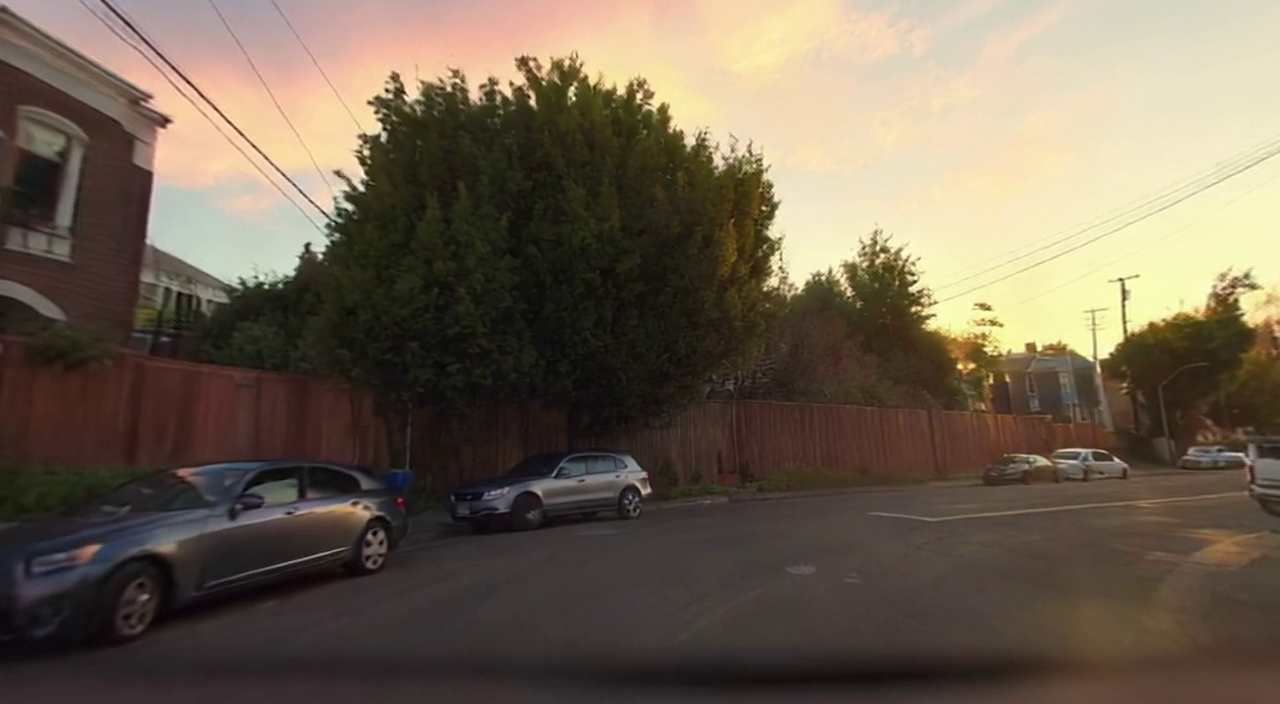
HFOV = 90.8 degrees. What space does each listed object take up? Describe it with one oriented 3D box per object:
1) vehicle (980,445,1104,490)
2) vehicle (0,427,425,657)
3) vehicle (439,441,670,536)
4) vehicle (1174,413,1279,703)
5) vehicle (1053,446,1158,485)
[{"bbox_3d":[15.067,4.252,23.640,4.731,1.478,1.930,5,-10,-31],"label":"vehicle"},{"bbox_3d":[-4.412,1.743,6.647,1.943,1.475,4.701,-5,-11,11],"label":"vehicle"},{"bbox_3d":[-1.563,2.595,12.725,2.082,1.547,4.217,-8,-12,43],"label":"vehicle"},{"bbox_3d":[4.685,1.139,3.544,2.054,1.509,4.671,-6,-10,35],"label":"vehicle"},{"bbox_3d":[19.331,4.635,26.178,4.402,1.471,1.803,5,-10,-30],"label":"vehicle"}]
